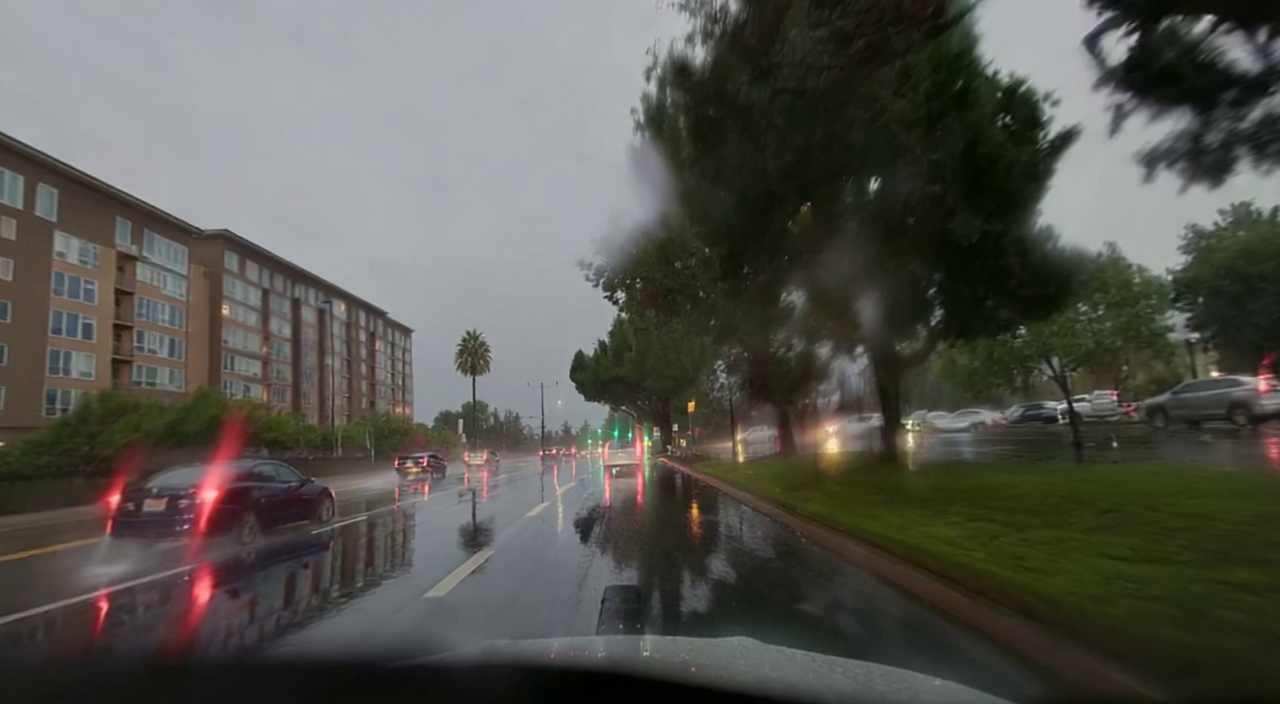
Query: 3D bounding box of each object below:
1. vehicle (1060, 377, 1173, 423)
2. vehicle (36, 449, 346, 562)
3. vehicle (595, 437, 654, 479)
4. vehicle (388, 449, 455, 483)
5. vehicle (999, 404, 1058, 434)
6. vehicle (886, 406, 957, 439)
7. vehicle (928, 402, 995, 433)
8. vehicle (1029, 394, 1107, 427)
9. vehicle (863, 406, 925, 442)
[{"bbox_3d":[34.315,3.594,45.906,2.608,2.389,6.582,-9,-8,-3],"label":"vehicle"},{"bbox_3d":[-7.017,2.387,10.690,1.906,1.449,4.576,0,-8,0],"label":"vehicle"},{"bbox_3d":[-0.643,4.105,24.656,2.099,1.469,4.389,0,-8,-2],"label":"vehicle"},{"bbox_3d":[-10.431,5.442,30.495,2.024,1.484,4.592,1,-9,-6],"label":"vehicle"},{"bbox_3d":[28.572,4.892,46.608,1.882,1.730,4.753,-6,-3,9],"label":"vehicle"},{"bbox_3d":[20.254,5.069,45.743,2.079,1.985,5.085,-8,-5,-7],"label":"vehicle"},{"bbox_3d":[23.289,4.808,45.945,2.118,1.724,4.361,-9,-8,-5],"label":"vehicle"},{"bbox_3d":[31.422,4.399,46.600,2.074,1.749,4.957,-1,-13,-1],"label":"vehicle"},{"bbox_3d":[17.912,5.145,44.816,2.002,2.015,4.254,-9,-8,-7],"label":"vehicle"}]
